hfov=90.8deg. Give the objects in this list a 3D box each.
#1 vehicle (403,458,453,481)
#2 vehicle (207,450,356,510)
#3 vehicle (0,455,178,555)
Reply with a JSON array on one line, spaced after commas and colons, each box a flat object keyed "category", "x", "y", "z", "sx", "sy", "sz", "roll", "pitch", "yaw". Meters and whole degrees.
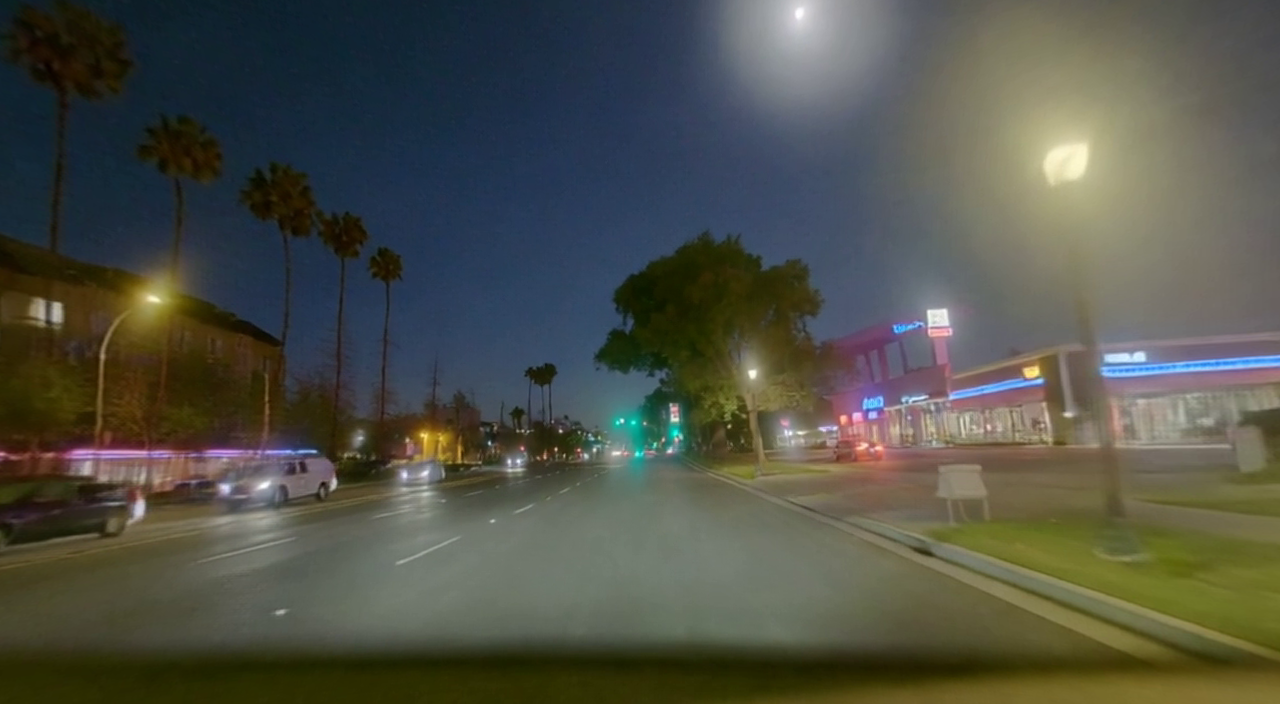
[{"category": "vehicle", "x": -15.340, "y": 8.507, "z": 45.927, "sx": 1.940, "sy": 1.492, "sz": 4.495, "roll": 0, "pitch": -8, "yaw": 1}, {"category": "vehicle", "x": -12.433, "y": 4.422, "z": 22.421, "sx": 2.306, "sy": 1.807, "sz": 4.927, "roll": 0, "pitch": -8, "yaw": 1}, {"category": "vehicle", "x": -12.525, "y": 3.062, "z": 13.255, "sx": 2.199, "sy": 1.696, "sz": 4.440, "roll": 0, "pitch": -8, "yaw": 1}]
